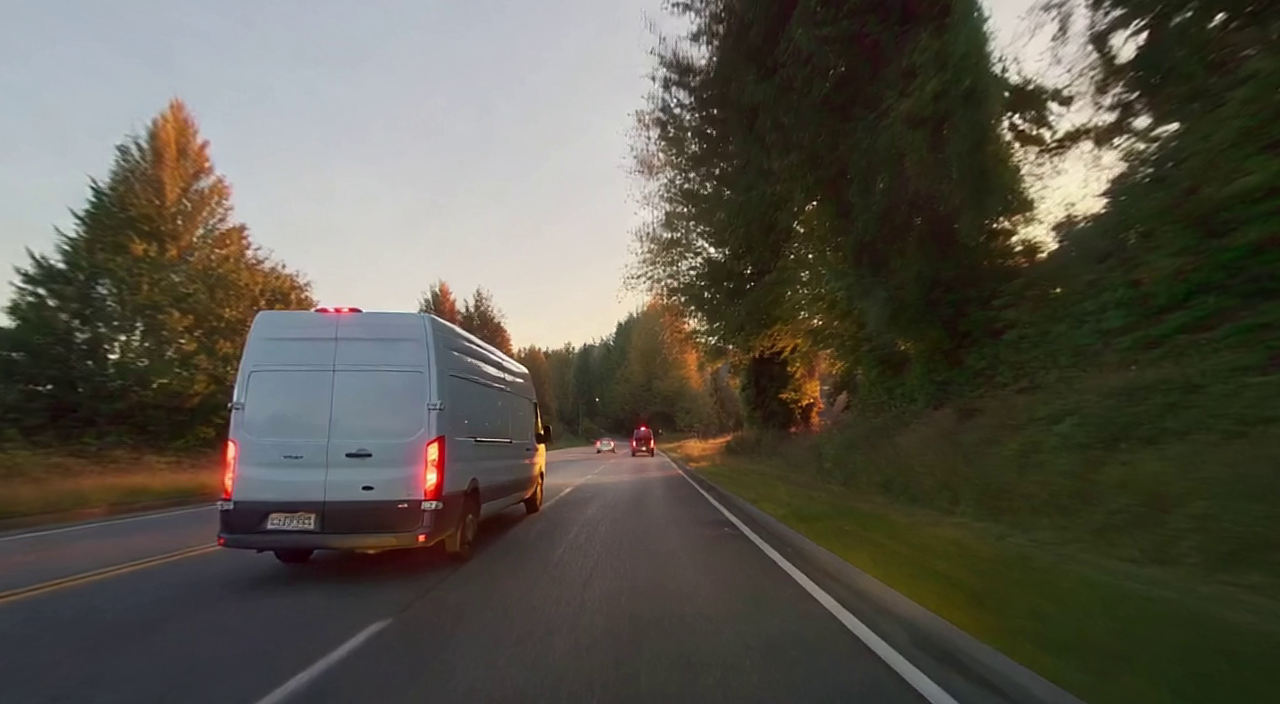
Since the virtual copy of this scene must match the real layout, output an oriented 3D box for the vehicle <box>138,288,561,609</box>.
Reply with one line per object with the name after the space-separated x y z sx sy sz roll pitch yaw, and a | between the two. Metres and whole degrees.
-2.734 1.177 8.202 2.497 2.628 6.016 0 -8 1 | vehicle
